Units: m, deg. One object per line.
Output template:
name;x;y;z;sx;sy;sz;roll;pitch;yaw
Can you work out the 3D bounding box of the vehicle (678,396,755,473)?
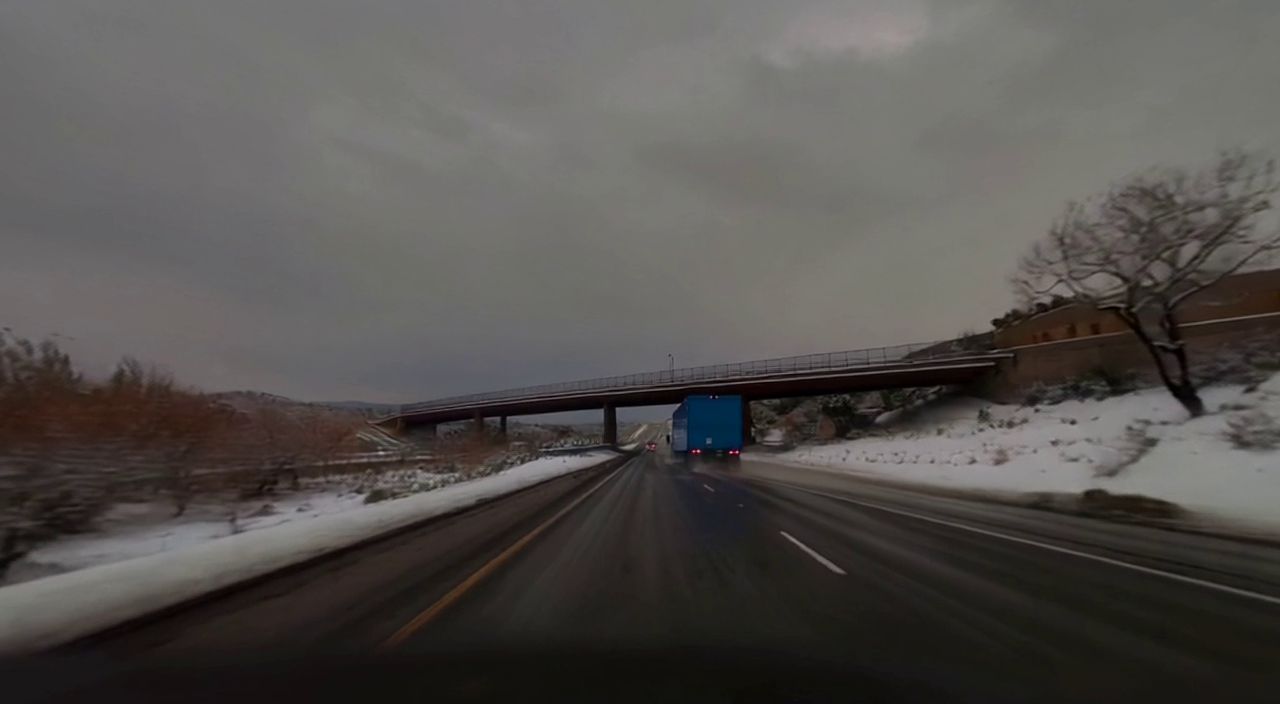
vehicle;4.123;4.890;36.708;3.024;3.834;10.128;0;-8;-1
